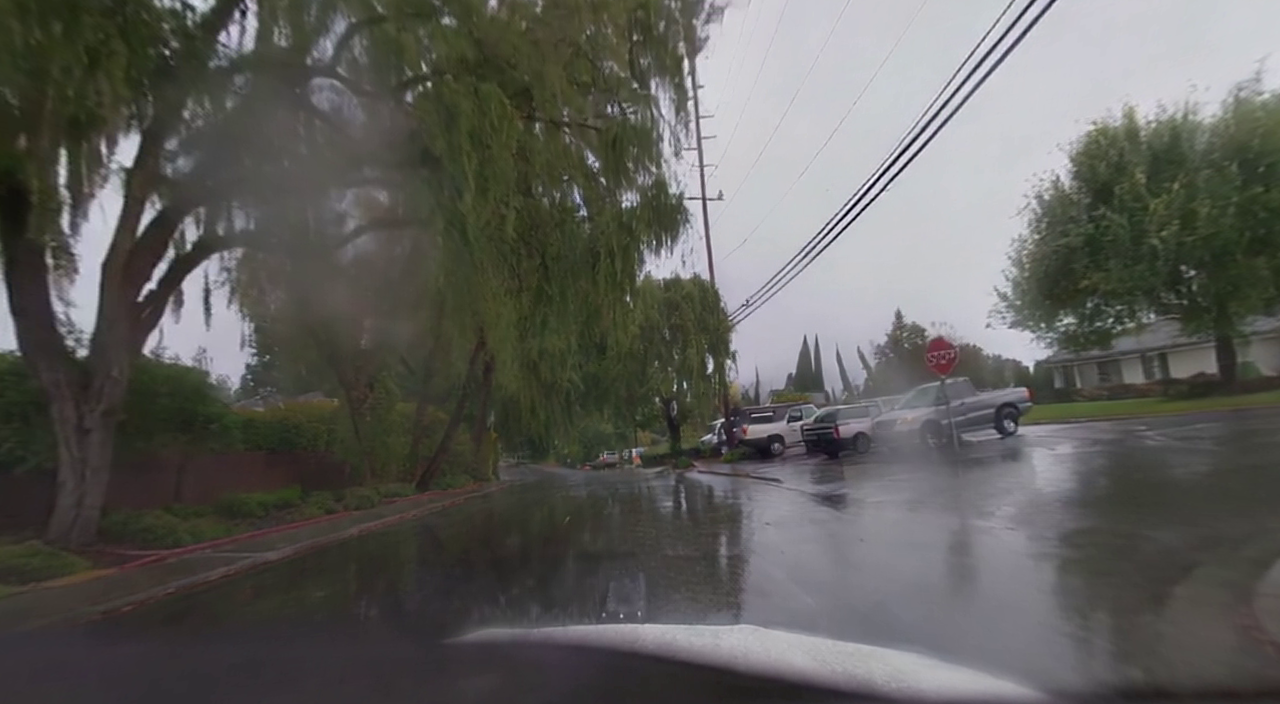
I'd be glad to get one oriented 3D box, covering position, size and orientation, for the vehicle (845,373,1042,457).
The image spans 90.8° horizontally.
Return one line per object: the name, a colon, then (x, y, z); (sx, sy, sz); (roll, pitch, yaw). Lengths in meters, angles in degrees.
vehicle: (8.052, 1.719, 16.764); (4.780, 1.984, 1.896); (3, -9, -23)
